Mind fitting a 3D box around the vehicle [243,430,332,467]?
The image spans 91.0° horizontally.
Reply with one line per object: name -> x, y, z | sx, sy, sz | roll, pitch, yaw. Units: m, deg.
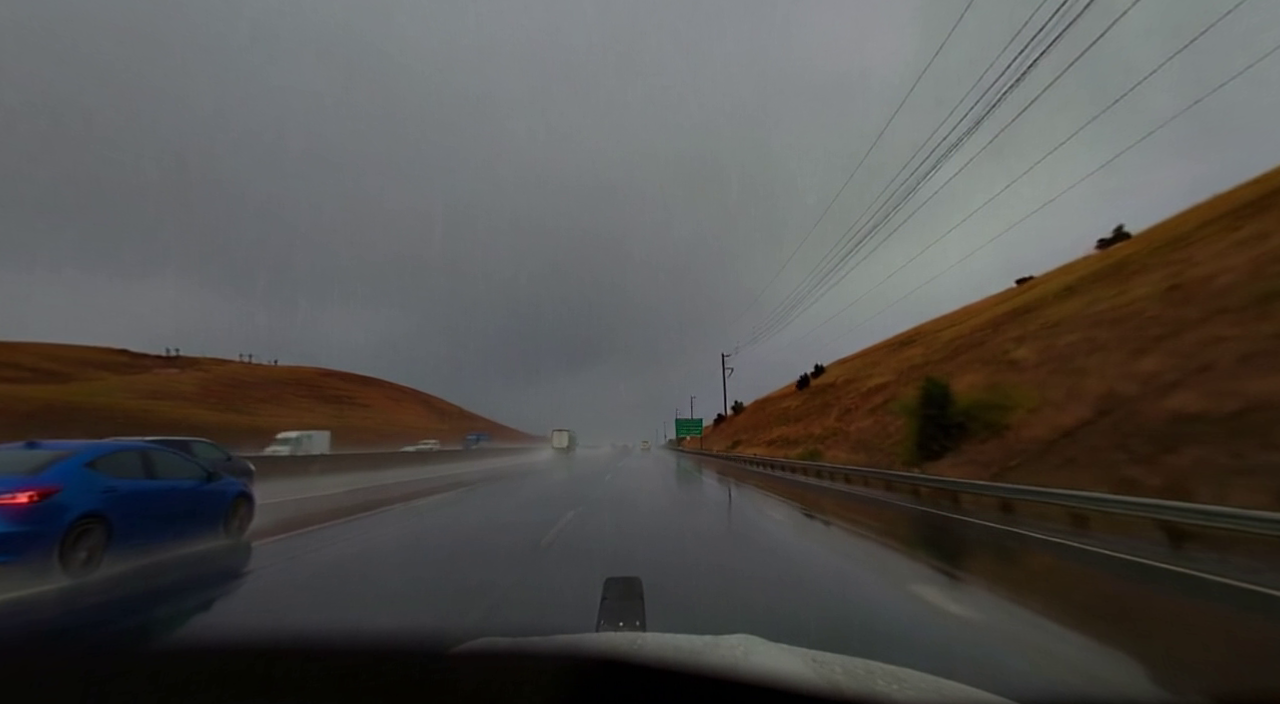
vehicle -> -20.706, 5.720, 37.287 | 2.268, 2.017, 4.996 | 0, -9, 1

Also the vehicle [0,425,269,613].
vehicle -> -6.008, 1.481, 6.092 | 1.955, 1.469, 4.554 | 0, -8, 1
